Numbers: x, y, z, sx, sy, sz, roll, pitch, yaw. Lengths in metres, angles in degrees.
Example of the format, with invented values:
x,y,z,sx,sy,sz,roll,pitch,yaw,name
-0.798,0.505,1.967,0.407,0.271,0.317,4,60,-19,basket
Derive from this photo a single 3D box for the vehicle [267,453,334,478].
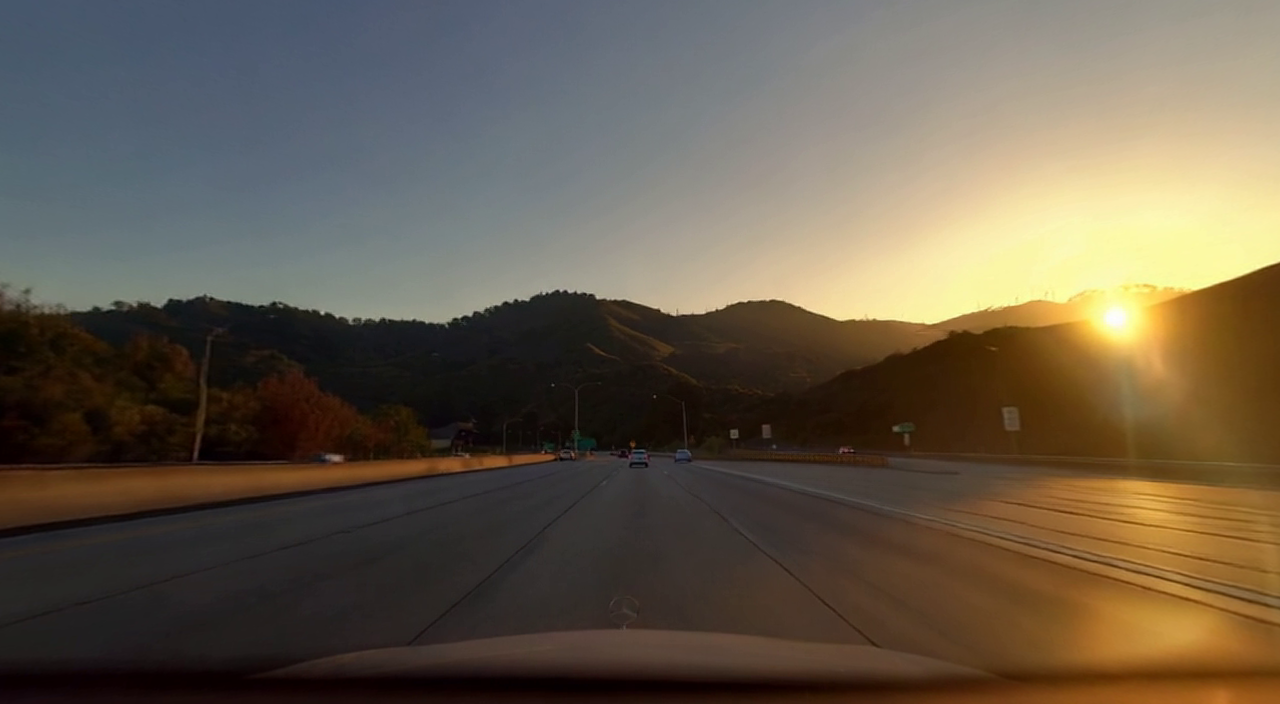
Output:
x,y,z,sx,sy,sz,roll,pitch,yaw,name
-22.737,7.591,42.441,1.891,1.572,4.543,0,-9,2,vehicle

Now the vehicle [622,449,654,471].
x,y,z,sx,sy,sz,roll,pitch,yaw,name
-0.182,7.758,45.664,2.193,1.497,4.337,0,-9,-1,vehicle
